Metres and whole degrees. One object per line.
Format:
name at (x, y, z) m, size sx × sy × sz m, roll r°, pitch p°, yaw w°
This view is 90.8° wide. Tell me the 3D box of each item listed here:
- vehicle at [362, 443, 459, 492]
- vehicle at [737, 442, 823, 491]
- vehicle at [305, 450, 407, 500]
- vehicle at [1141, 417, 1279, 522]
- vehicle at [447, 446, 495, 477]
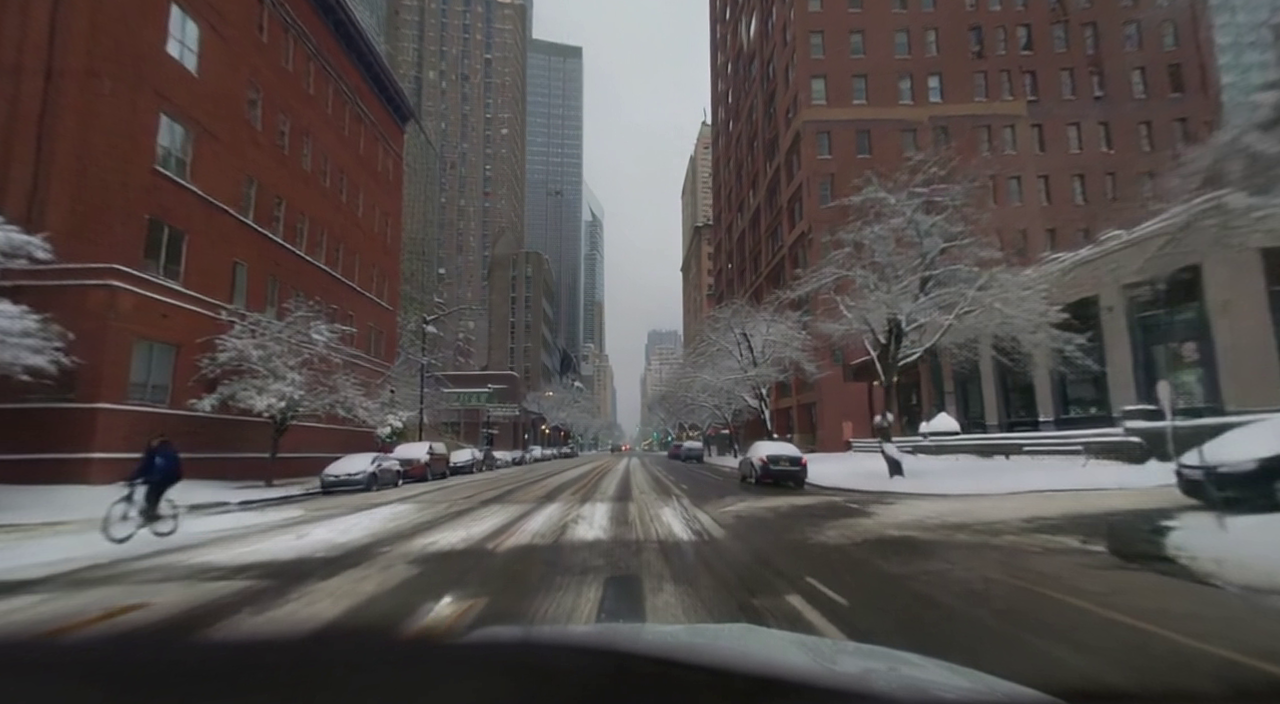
vehicle at (-11.102, 5.573, 31.177) m, size 2.574 × 1.922 × 6.292 m, roll -4°, pitch -8°, yaw -2°
vehicle at (4.789, 3.967, 22.346) m, size 1.929 × 1.522 × 4.543 m, roll 0°, pitch -8°, yaw -1°
vehicle at (-11.207, 4.845, 25.377) m, size 1.992 × 1.629 × 4.773 m, roll -3°, pitch -8°, yaw -1°
vehicle at (11.633, 1.963, 10.816) m, size 4.380 × 1.608 × 1.942 m, roll 0°, pitch -8°, yaw 0°
vehicle at (-11.578, 7.515, 43.731) m, size 1.970 × 1.828 × 5.519 m, roll -3°, pitch -8°, yaw -2°
